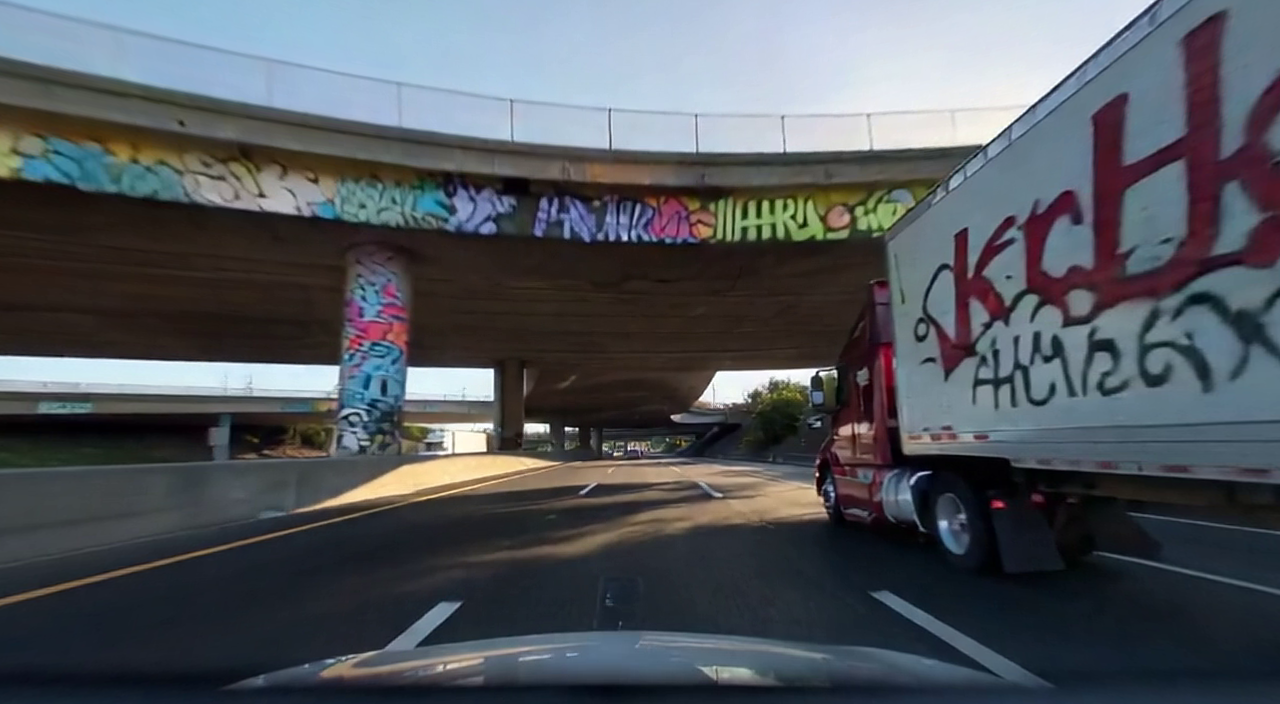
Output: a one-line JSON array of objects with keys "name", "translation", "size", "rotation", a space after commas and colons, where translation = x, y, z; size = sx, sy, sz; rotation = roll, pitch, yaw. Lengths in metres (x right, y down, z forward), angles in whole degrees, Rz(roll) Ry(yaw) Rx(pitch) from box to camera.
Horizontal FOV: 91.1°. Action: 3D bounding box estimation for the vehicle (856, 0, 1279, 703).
[{"name": "vehicle", "translation": [4.509, -0.739, 1.146], "size": [2.993, 4.433, 13.992], "rotation": [0, -9, -1]}]
